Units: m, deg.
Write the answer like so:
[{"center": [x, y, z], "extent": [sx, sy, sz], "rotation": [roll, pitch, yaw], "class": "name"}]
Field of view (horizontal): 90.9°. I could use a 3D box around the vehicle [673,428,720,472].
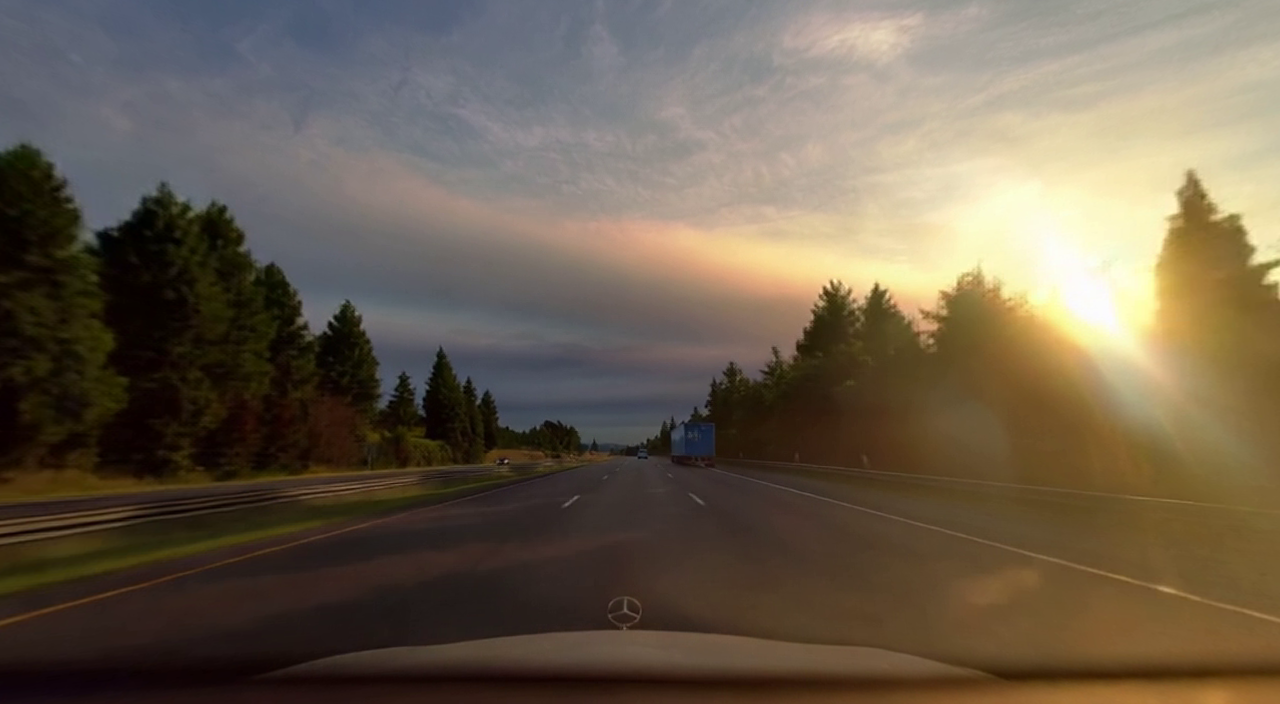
[{"center": [3.764, 6.734, 43.311], "extent": [2.572, 2.795, 5.978], "rotation": [0, -9, -1], "class": "vehicle"}]
